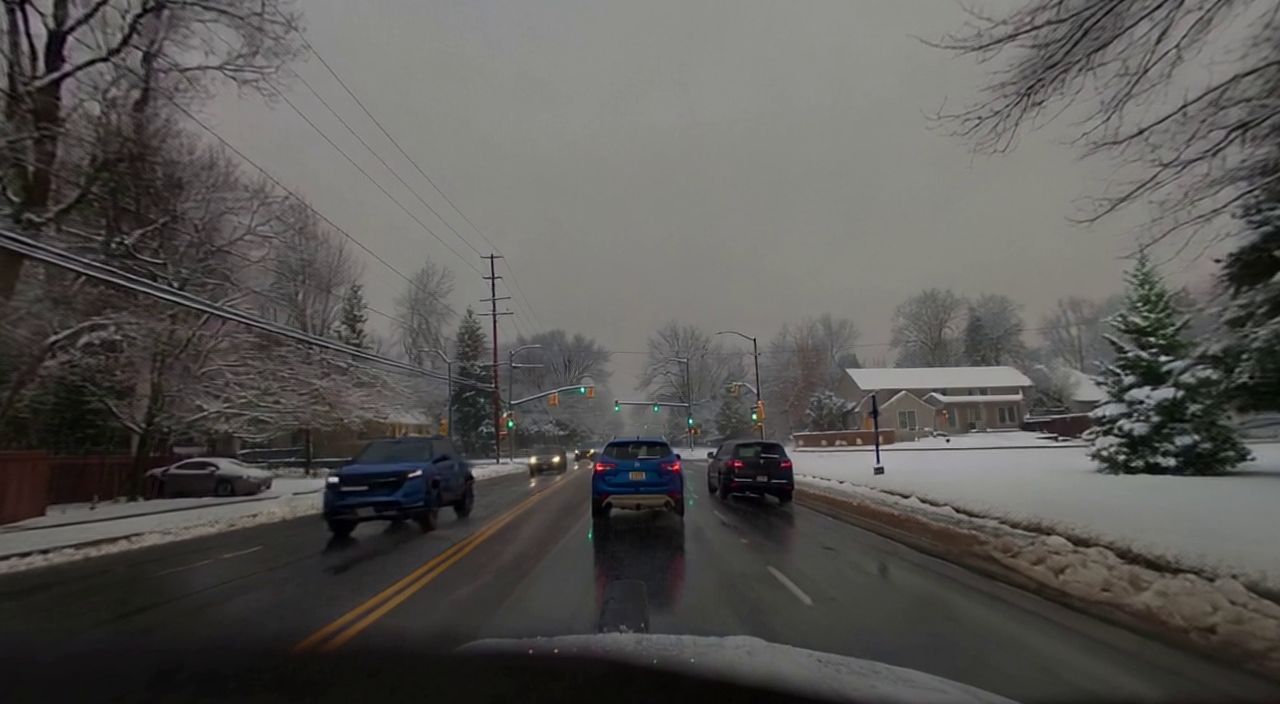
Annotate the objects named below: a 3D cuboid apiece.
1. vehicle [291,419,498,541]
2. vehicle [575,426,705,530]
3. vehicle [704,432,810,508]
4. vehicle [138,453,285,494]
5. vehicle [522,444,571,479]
[{"bbox_3d":[-4.600,2.476,13.037,2.138,1.938,5.584,0,-8,-1],"label":"vehicle"},{"bbox_3d":[-0.033,2.405,12.579,2.151,1.695,4.100,0,-8,-1],"label":"vehicle"},{"bbox_3d":[3.002,3.122,17.146,1.967,1.756,4.281,0,-8,-1],"label":"vehicle"},{"bbox_3d":[-16.273,4.630,24.087,4.245,1.446,1.827,0,-8,0],"label":"vehicle"},{"bbox_3d":[-4.948,5.814,33.786,2.063,1.727,3.923,0,-8,-1],"label":"vehicle"}]
